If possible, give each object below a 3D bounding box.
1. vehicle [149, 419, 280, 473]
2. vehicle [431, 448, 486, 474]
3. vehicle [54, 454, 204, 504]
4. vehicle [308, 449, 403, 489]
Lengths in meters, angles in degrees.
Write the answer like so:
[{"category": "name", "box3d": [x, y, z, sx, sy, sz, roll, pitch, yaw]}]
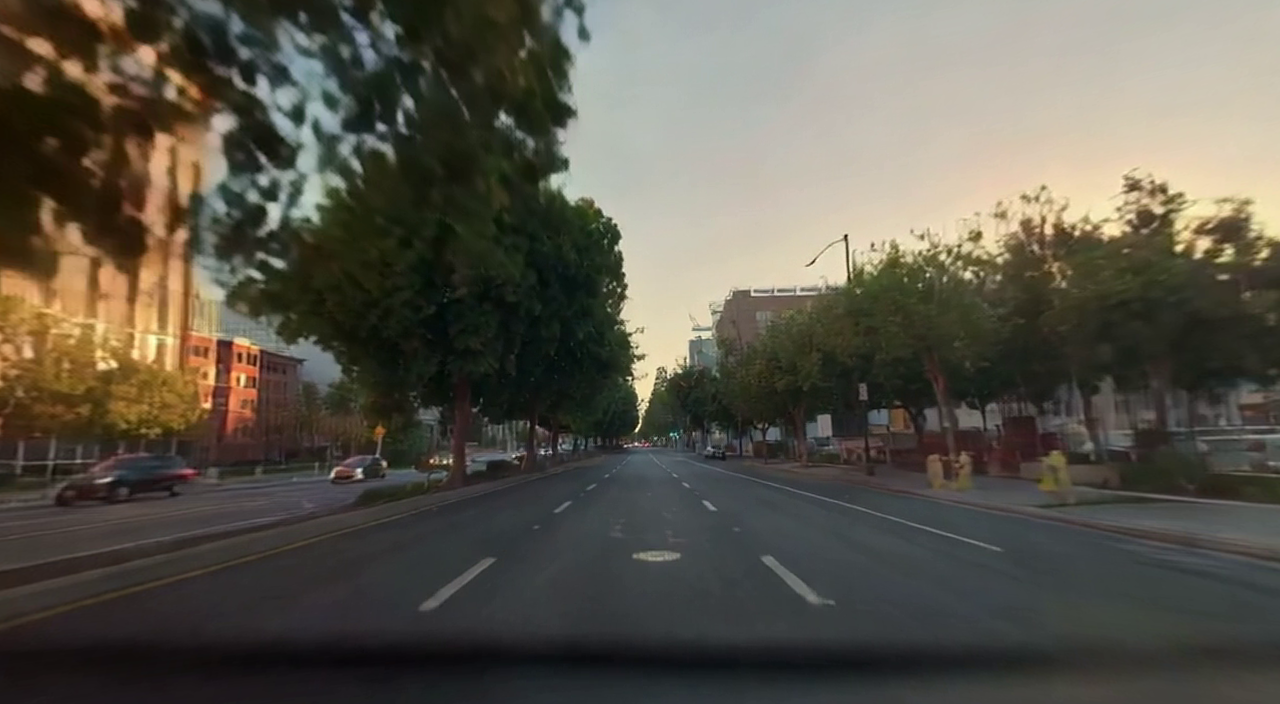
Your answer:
[{"category": "vehicle", "box3d": [-30.574, 6.836, 45.760, 2.818, 3.500, 8.930, 0, -9, 3]}, {"category": "vehicle", "box3d": [-11.255, 6.748, 39.174, 2.058, 1.453, 4.580, 0, -9, 0]}, {"category": "vehicle", "box3d": [-18.083, 4.474, 22.532, 1.816, 1.527, 4.226, 0, -9, 0]}, {"category": "vehicle", "box3d": [-11.557, 4.738, 25.881, 1.712, 1.459, 4.614, 0, -9, 1]}]
